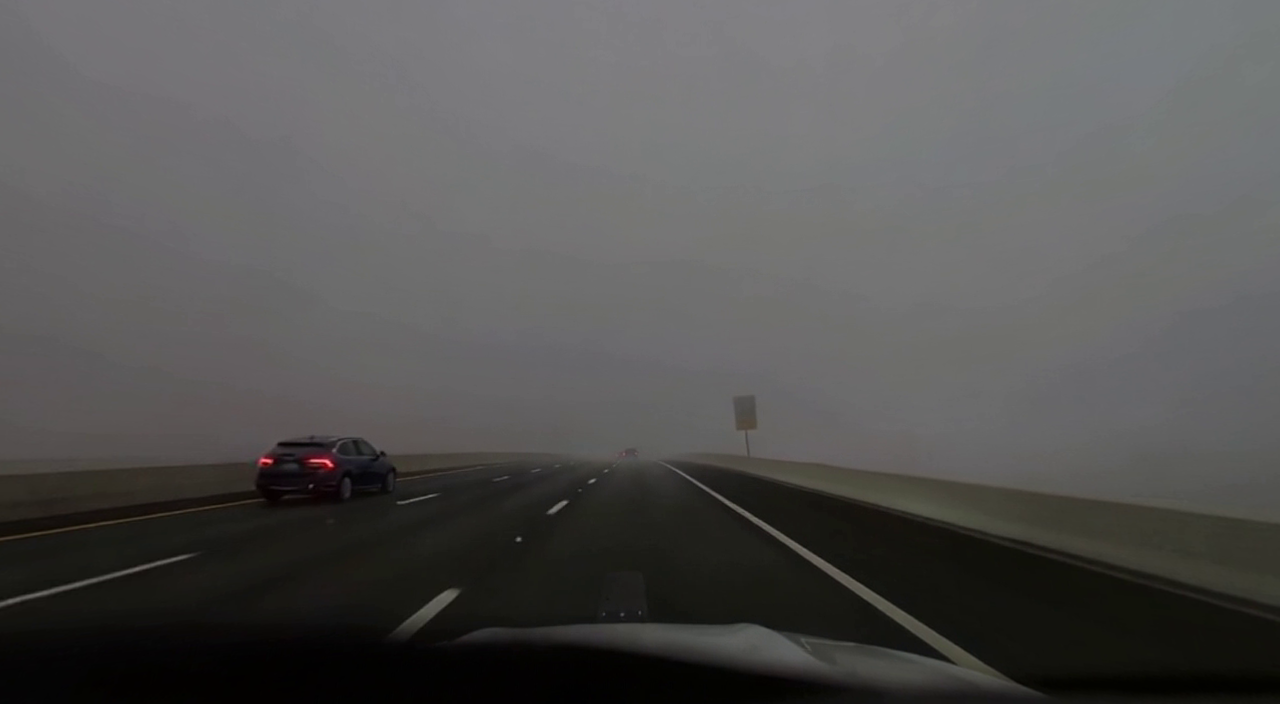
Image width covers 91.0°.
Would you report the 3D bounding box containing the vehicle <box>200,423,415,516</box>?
[{"bbox_3d":[-6.931,2.505,13.904,2.109,1.692,4.712,0,-9,1],"label":"vehicle"}]
